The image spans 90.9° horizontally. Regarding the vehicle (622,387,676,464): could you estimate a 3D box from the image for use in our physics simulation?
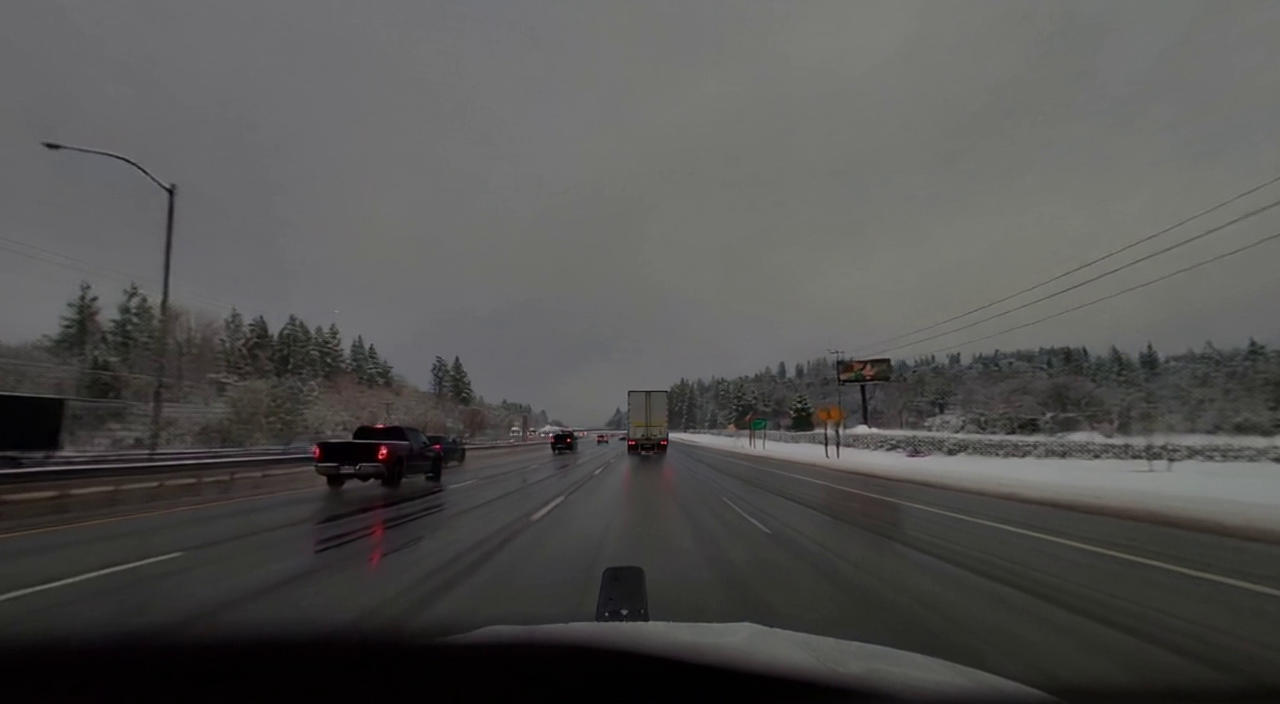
[{"bbox_3d":[0.659,4.704,39.121,2.879,4.027,11.243,0,-8,2],"label":"vehicle"}]

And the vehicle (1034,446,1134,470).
[{"bbox_3d":[28.463,6.768,40.587,1.757,1.437,4.897,5,-10,-30],"label":"vehicle"}]

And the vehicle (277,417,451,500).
[{"bbox_3d":[-7.030,2.796,16.913,2.197,1.847,5.364,0,-8,0],"label":"vehicle"}]
